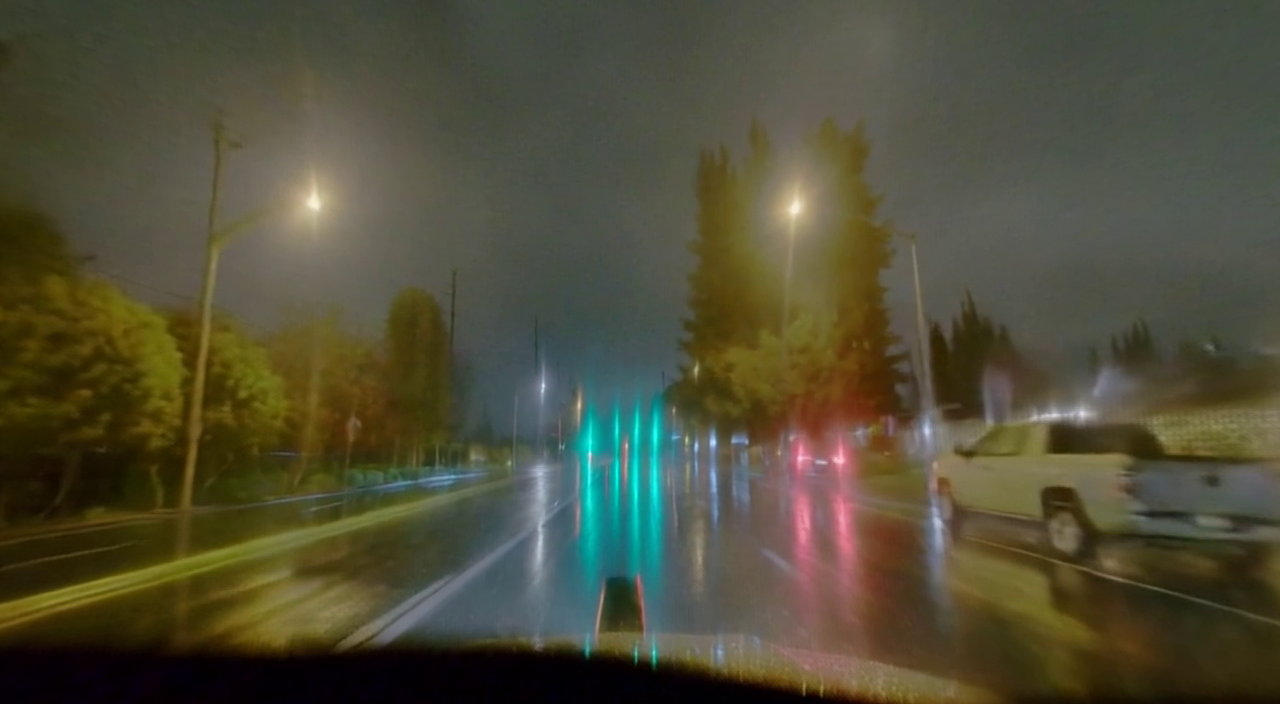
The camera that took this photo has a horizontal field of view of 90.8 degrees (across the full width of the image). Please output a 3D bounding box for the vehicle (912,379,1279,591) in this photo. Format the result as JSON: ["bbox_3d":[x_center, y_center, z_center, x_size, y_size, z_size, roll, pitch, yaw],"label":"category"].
[{"bbox_3d":[6.366,1.776,9.324,2.275,2.132,5.726,0,-9,2],"label":"vehicle"}]

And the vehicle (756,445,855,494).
[{"bbox_3d":[5.952,4.302,23.465,2.282,1.566,4.705,-1,-9,-1],"label":"vehicle"}]
